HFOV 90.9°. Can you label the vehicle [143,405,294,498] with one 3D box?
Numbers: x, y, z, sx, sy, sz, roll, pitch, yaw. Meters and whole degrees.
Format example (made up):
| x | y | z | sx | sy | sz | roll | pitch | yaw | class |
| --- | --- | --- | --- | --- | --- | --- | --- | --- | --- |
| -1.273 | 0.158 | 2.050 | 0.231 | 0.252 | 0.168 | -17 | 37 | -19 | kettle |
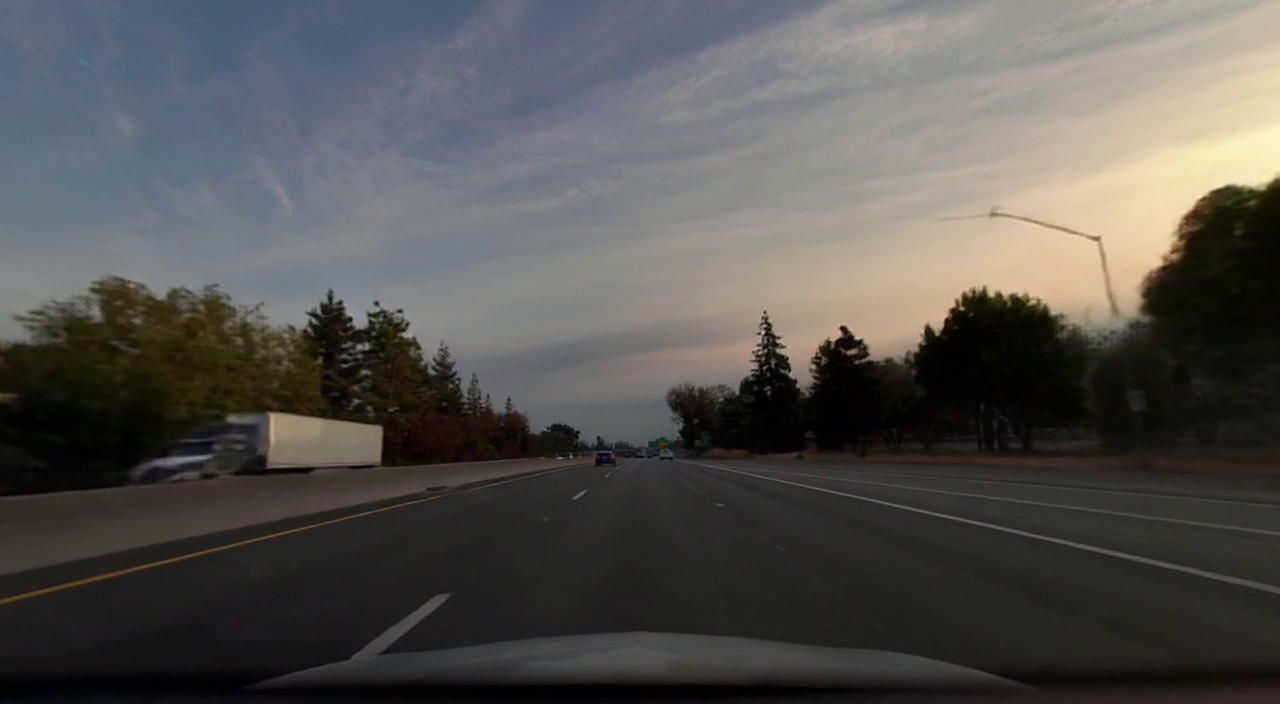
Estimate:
| x | y | z | sx | sy | sz | roll | pitch | yaw | class |
| --- | --- | --- | --- | --- | --- | --- | --- | --- | --- |
| -20.213 | 4.844 | 30.770 | 2.997 | 4.027 | 6.007 | 0 | -9 | 0 | vehicle |
